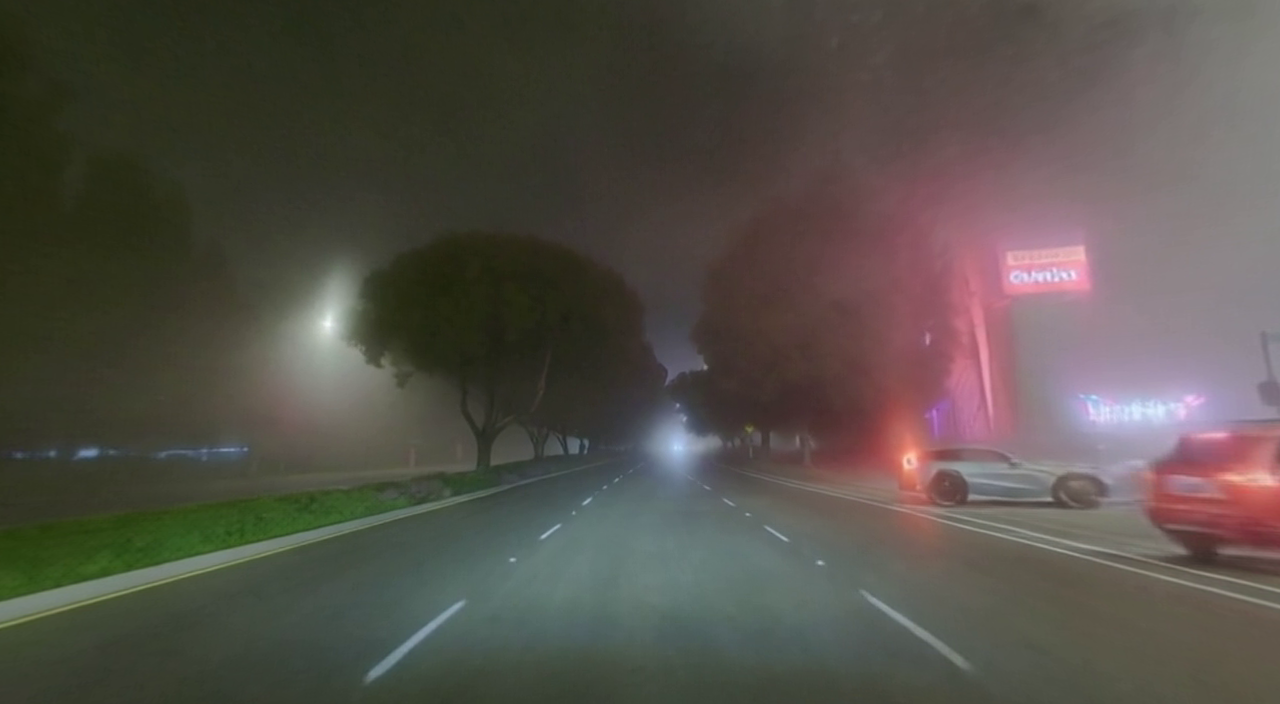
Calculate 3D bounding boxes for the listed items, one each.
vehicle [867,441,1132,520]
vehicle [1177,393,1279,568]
[{"bbox_3d":[7.751,2.780,14.150,4.733,1.499,2.000,-4,-10,26],"label":"vehicle"},{"bbox_3d":[9.831,1.569,8.001,5.157,1.991,2.477,4,-9,-25],"label":"vehicle"}]
